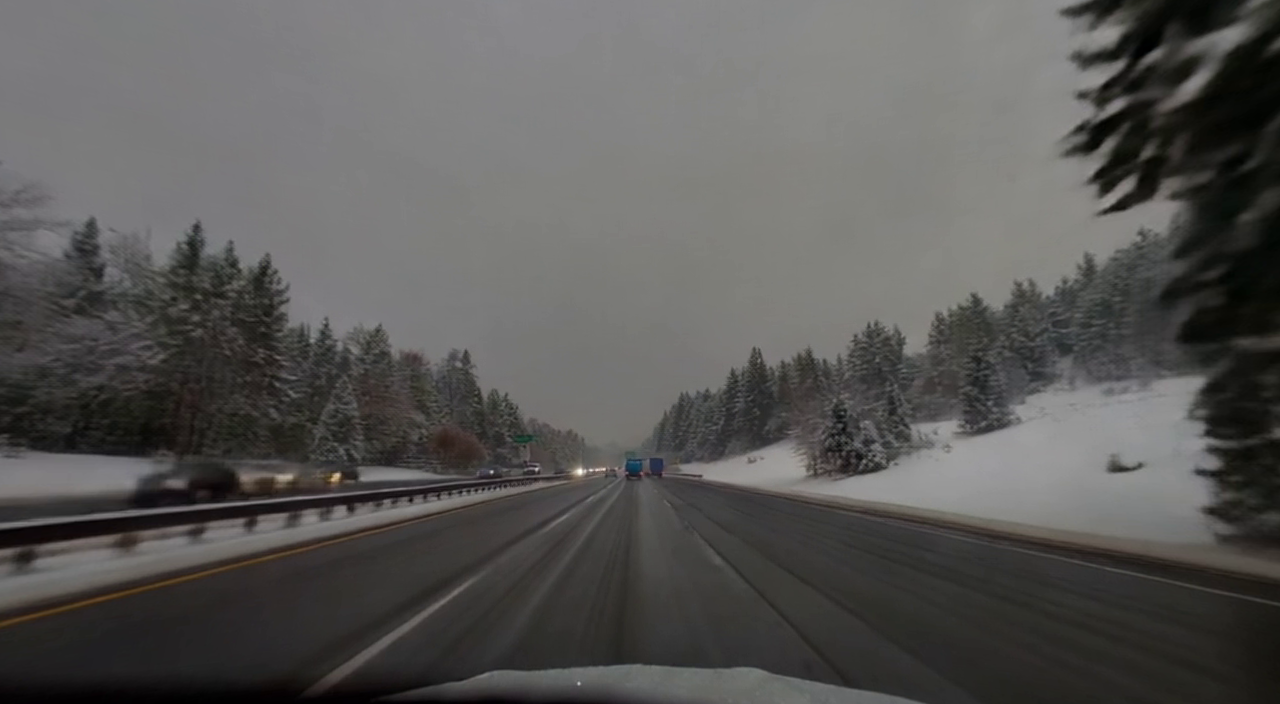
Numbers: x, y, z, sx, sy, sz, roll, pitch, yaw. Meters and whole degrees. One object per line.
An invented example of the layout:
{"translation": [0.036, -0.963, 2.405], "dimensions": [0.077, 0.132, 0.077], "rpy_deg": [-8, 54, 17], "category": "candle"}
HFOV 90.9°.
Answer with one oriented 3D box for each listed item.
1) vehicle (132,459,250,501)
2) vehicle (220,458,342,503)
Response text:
{"translation": [-17.193, 4.912, 24.370], "dimensions": [1.749, 1.469, 3.779], "rpy_deg": [1, -10, 0], "category": "vehicle"}
{"translation": [-13.175, 4.760, 23.529], "dimensions": [1.903, 1.448, 4.489], "rpy_deg": [1, -10, 0], "category": "vehicle"}
